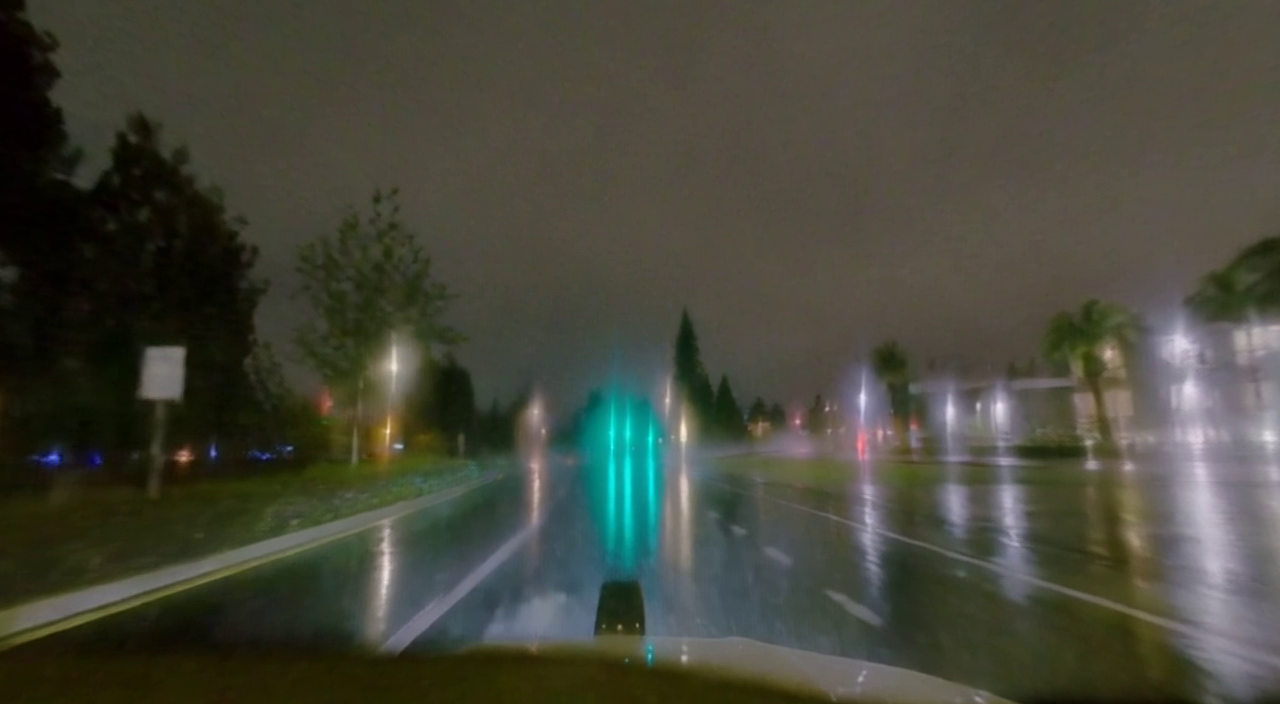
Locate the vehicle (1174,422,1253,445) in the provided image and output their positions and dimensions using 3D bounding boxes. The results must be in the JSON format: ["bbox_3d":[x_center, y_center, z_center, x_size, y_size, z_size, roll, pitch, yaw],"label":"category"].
[{"bbox_3d":[42.614,6.107,47.088,1.788,1.600,4.685,-1,-9,6],"label":"vehicle"}]
